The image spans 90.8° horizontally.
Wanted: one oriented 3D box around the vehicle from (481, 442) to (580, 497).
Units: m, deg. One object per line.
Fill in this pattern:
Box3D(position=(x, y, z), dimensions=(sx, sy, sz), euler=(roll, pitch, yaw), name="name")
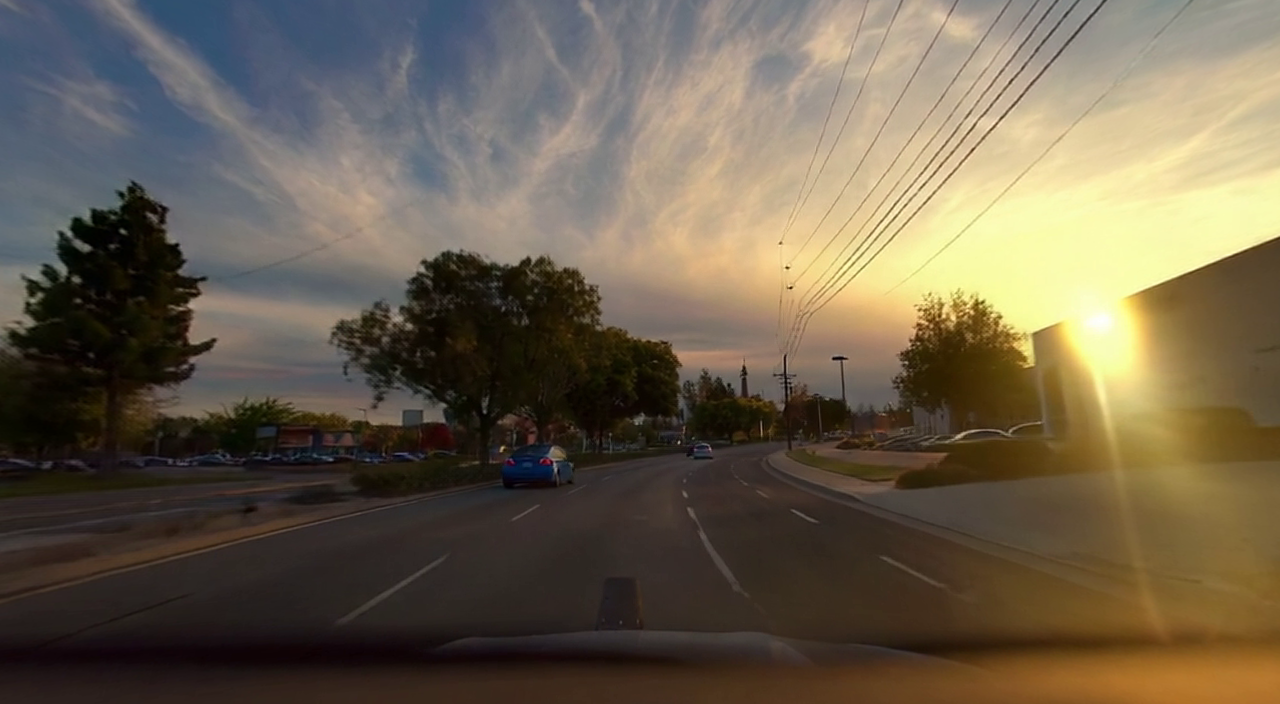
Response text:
Box3D(position=(-3.245, 3.587, 19.717), dimensions=(1.928, 1.488, 4.635), euler=(-1, -8, 4), name="vehicle")
